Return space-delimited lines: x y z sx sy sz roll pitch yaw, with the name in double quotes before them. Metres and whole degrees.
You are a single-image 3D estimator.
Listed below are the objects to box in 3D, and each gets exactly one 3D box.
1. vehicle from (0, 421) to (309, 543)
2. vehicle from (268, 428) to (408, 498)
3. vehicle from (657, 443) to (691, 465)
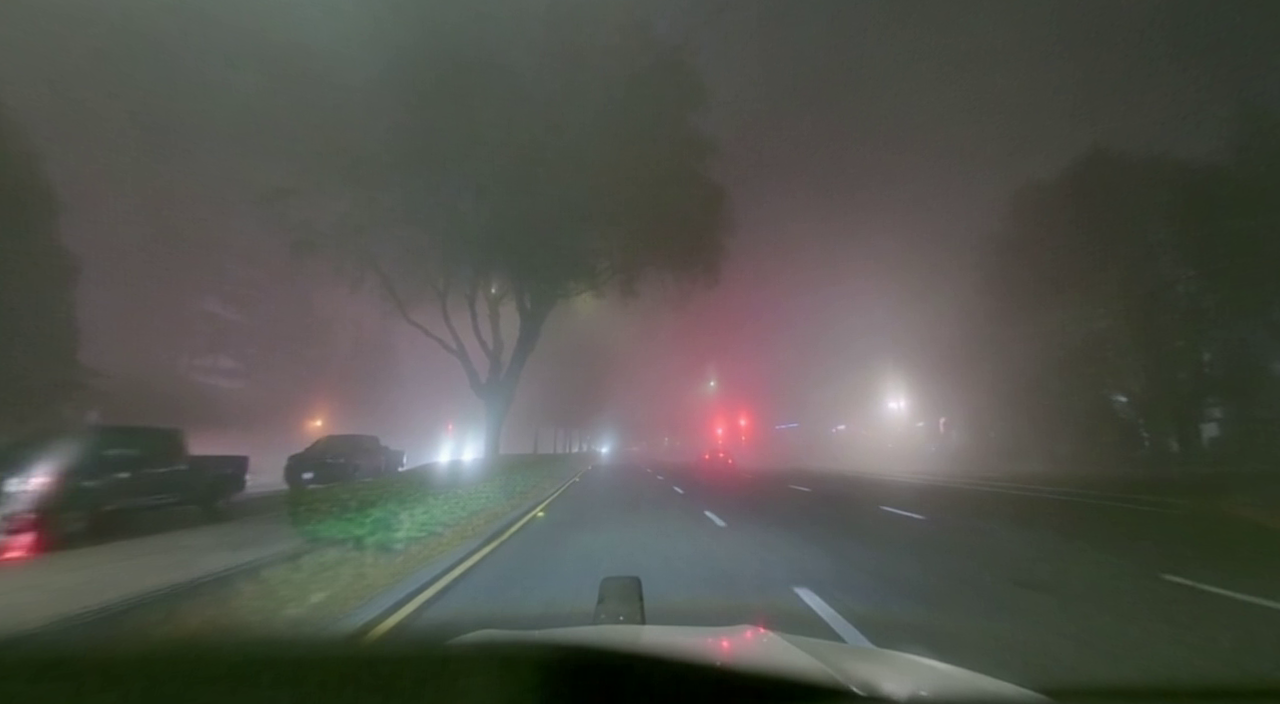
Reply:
"vehicle" -8.556 2.207 11.826 2.183 1.769 4.972 0 -7 -2
"vehicle" -8.846 3.248 19.142 2.016 1.766 5.155 -1 -7 -4
"vehicle" 2.457 7.557 46.960 1.913 1.473 4.360 0 -9 -4
